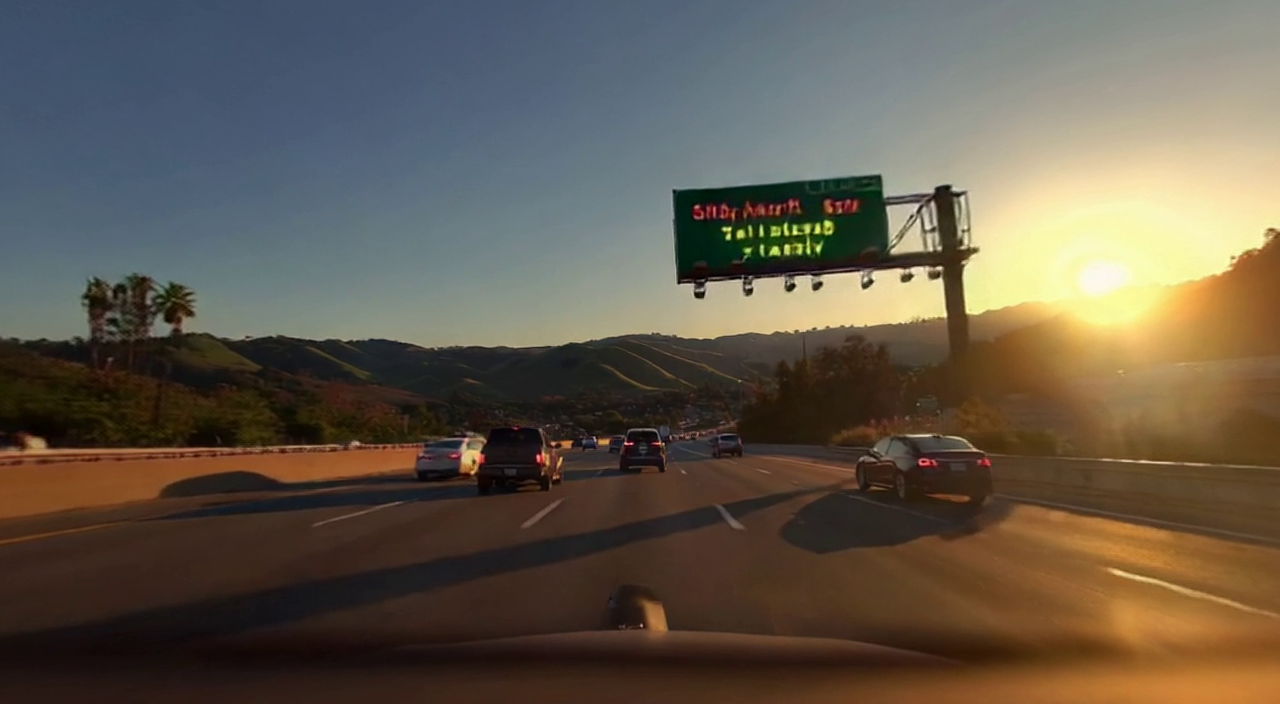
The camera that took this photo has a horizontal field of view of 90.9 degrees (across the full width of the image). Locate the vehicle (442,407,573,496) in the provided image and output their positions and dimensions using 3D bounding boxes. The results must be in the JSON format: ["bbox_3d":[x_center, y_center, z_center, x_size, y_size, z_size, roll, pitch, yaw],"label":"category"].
[{"bbox_3d":[-3.328,2.693,17.287,2.316,1.999,5.765,0,-8,0],"label":"vehicle"}]

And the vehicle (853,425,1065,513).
[{"bbox_3d":[6.110,2.286,12.830,1.998,1.456,4.338,0,-8,-1],"label":"vehicle"}]

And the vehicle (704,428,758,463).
[{"bbox_3d":[4.906,5.120,34.629,2.067,1.775,4.372,0,-8,-3],"label":"vehicle"}]

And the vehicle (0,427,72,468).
[{"bbox_3d":[-35.268,5.340,35.326,2.281,2.161,4.835,0,-8,1],"label":"vehicle"}]

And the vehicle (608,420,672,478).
[{"bbox_3d":[0.031,3.384,22.092,2.052,1.808,3.898,0,-8,1],"label":"vehicle"}]
